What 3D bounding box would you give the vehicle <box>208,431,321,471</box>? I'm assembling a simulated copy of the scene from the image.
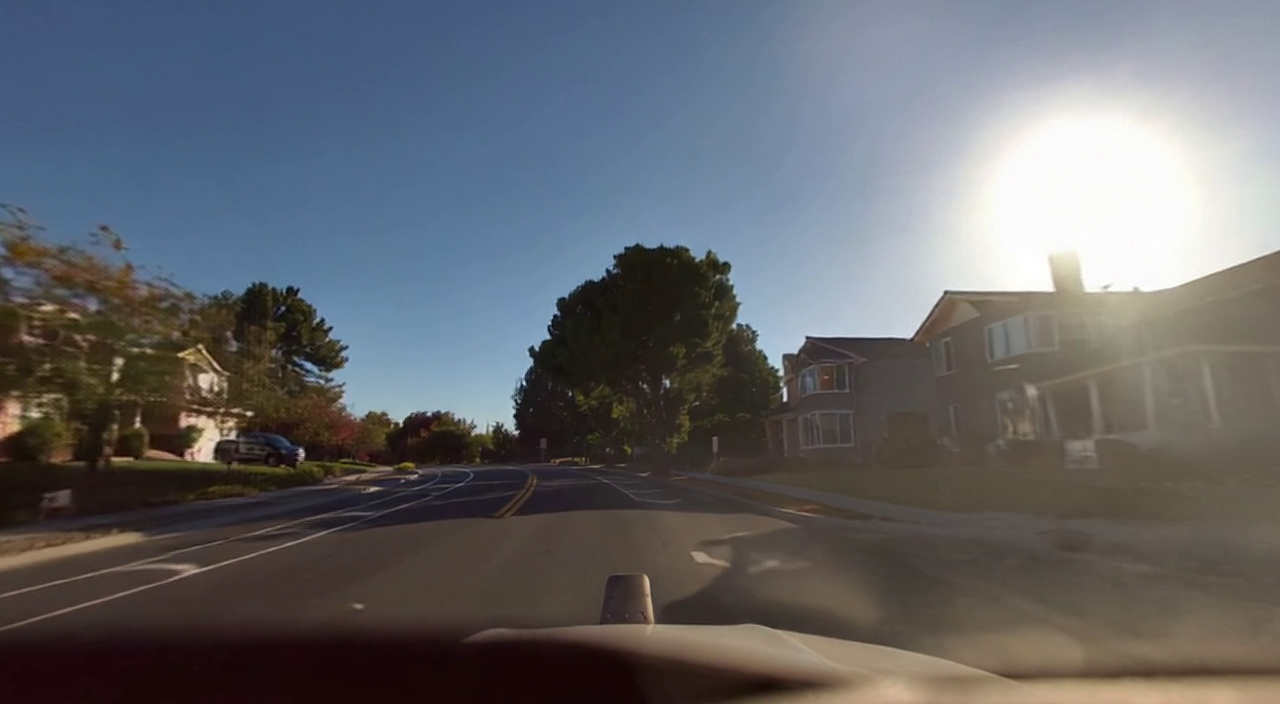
[{"bbox_3d":[-18.674,4.918,31.432,4.562,1.857,2.129,-1,-9,16],"label":"vehicle"}]
